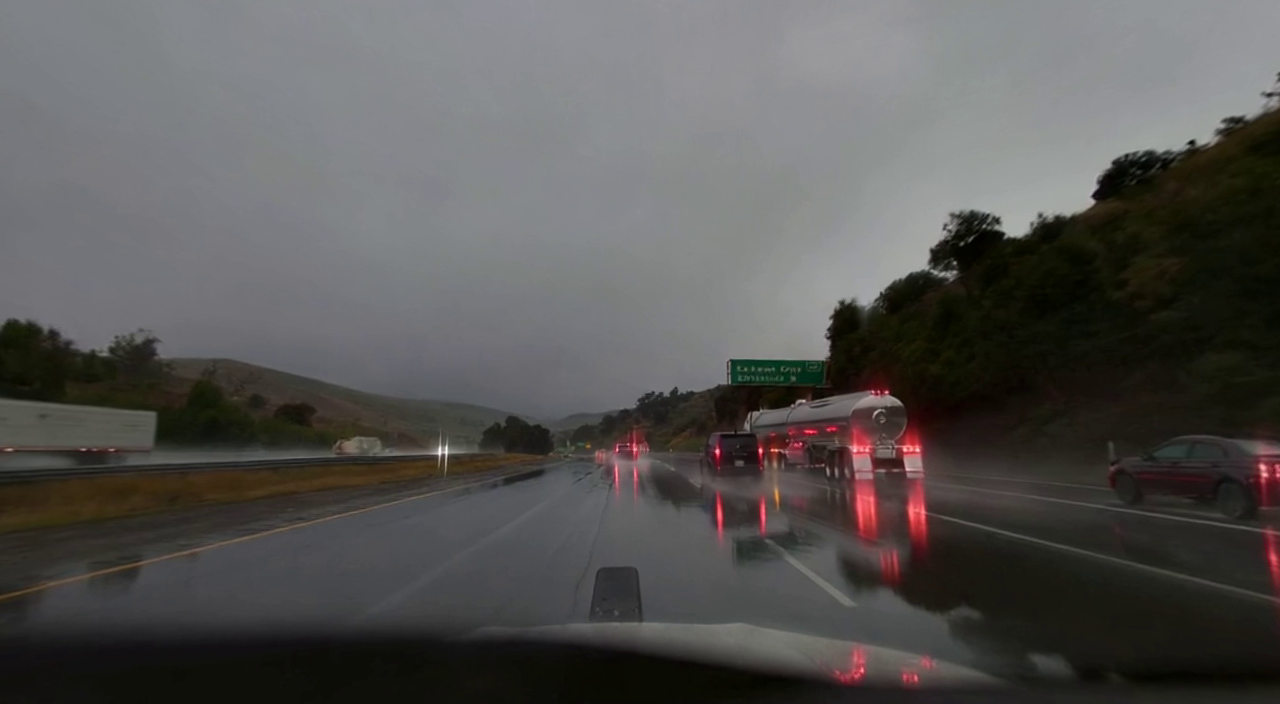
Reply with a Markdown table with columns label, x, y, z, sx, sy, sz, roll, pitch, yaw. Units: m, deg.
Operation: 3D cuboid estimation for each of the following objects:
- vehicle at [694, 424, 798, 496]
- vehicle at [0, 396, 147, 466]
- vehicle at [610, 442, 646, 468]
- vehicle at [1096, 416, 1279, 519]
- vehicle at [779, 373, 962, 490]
| label | x | y | z | sx | sy | sz | roll | pitch | yaw |
| --- | --- | --- | --- | --- | --- | --- | --- | --- | --- |
| vehicle | 2.898 | 3.096 | 18.433 | 2.098 | 1.794 | 4.561 | 0 | -9 | -2 |
| vehicle | -39.065 | 5.077 | 39.961 | 2.874 | 4.080 | 16.500 | 0 | -9 | -1 |
| vehicle | -0.724 | 6.217 | 38.189 | 2.083 | 1.477 | 3.965 | 0 | -9 | -1 |
| vehicle | 11.199 | 2.073 | 11.654 | 2.008 | 1.624 | 4.667 | 0 | -9 | -1 |
| vehicle | 7.479 | 2.933 | 22.526 | 2.805 | 3.212 | 9.978 | 0 | -9 | 0 |
